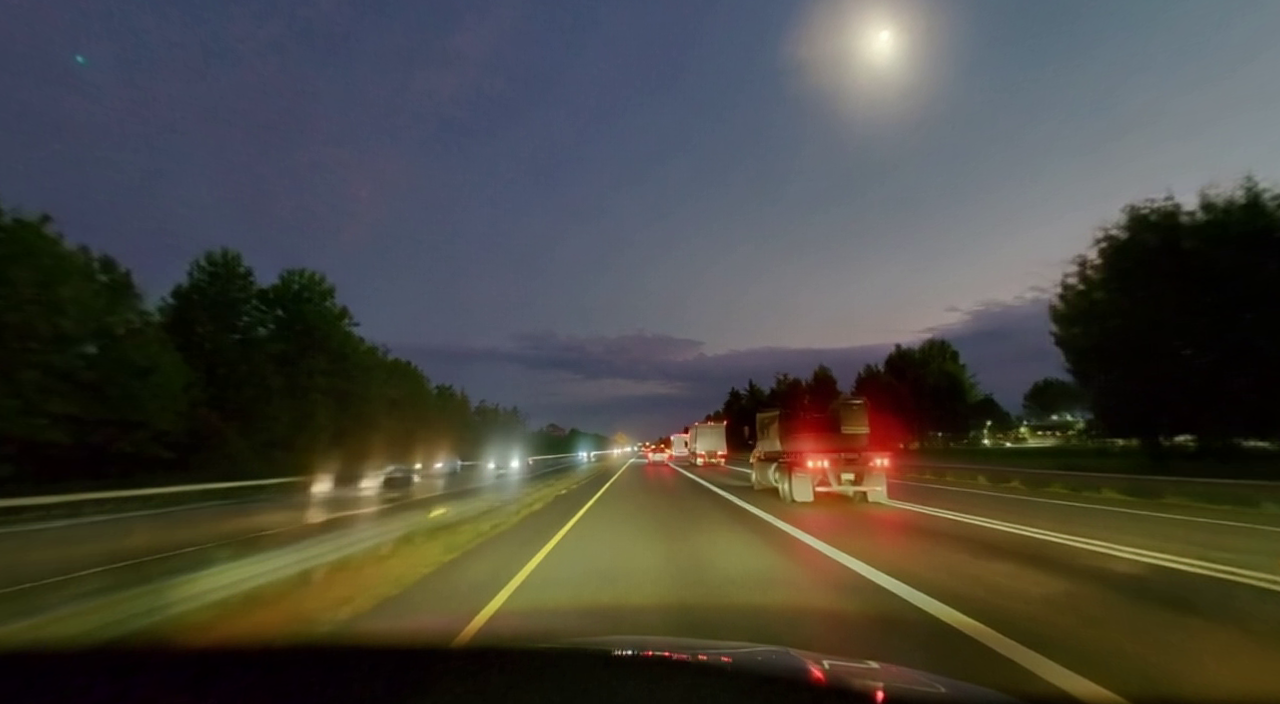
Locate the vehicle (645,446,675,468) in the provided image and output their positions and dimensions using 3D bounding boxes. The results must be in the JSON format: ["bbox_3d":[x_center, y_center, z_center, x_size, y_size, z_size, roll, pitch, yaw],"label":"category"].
[{"bbox_3d":[1.406,7.589,45.711,2.049,1.500,3.790,0,-9,1],"label":"vehicle"}]

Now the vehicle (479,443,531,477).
[{"bbox_3d":[-8.718,6.960,41.039,2.174,1.978,5.226,-2,-9,1],"label":"vehicle"}]

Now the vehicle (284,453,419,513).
[{"bbox_3d":[-8.579,3.907,19.280,1.943,1.467,4.591,-2,-9,1],"label":"vehicle"}]

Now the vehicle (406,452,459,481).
[{"bbox_3d":[-12.672,6.998,38.674,1.873,1.559,3.979,-3,-9,1],"label":"vehicle"}]

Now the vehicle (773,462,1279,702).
[{"bbox_3d":[4.574,2.125,8.318,2.472,1.036,13.239,0,-9,-2],"label":"vehicle"}]

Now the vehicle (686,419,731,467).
[{"bbox_3d":[5.075,6.959,48.012,2.743,3.367,7.306,0,-9,1],"label":"vehicle"}]

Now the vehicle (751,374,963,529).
[{"bbox_3d":[4.449,2.238,14.453,2.569,2.783,5.984,0,-9,-1],"label":"vehicle"}]
